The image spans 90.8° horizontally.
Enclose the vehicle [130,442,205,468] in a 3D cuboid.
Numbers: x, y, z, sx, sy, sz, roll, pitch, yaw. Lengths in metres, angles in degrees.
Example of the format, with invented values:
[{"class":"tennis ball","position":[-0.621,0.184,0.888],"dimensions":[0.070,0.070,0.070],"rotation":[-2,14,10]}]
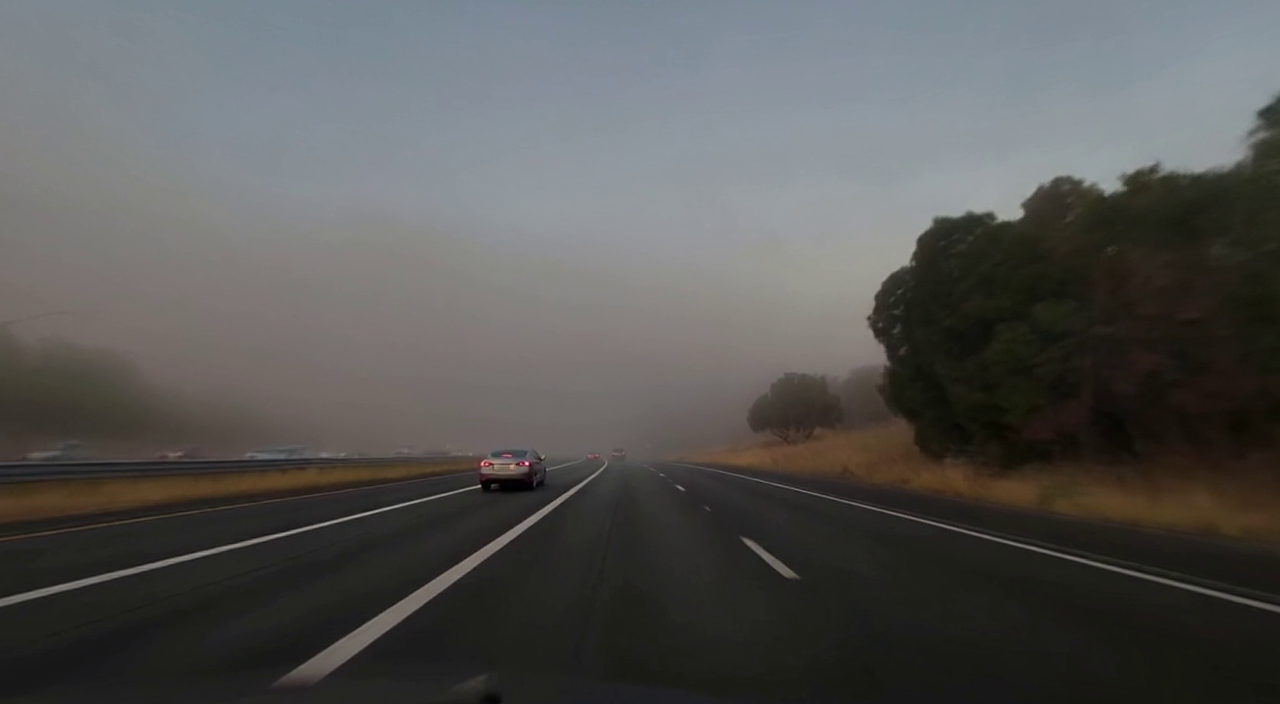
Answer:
[{"class":"vehicle","position":[-34.412,7.525,46.169],"dimensions":[2.172,1.768,4.652],"rotation":[1,-9,-5]}]

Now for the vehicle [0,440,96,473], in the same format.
[{"class":"vehicle","position":[-33.182,5.781,35.024],"dimensions":[1.959,1.681,4.590],"rotation":[0,-9,-2]}]

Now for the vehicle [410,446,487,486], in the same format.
[{"class":"vehicle","position":[-7.978,4.778,26.751],"dimensions":[2.023,1.519,4.150],"rotation":[0,-9,-1]}]

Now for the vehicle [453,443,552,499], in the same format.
[{"class":"vehicle","position":[-4.097,3.632,19.684],"dimensions":[2.073,1.516,4.478],"rotation":[0,-9,0]}]

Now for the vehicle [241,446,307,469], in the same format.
[{"class":"vehicle","position":[-25.347,7.319,43.935],"dimensions":[1.886,1.467,4.643],"rotation":[0,-9,-1]}]
